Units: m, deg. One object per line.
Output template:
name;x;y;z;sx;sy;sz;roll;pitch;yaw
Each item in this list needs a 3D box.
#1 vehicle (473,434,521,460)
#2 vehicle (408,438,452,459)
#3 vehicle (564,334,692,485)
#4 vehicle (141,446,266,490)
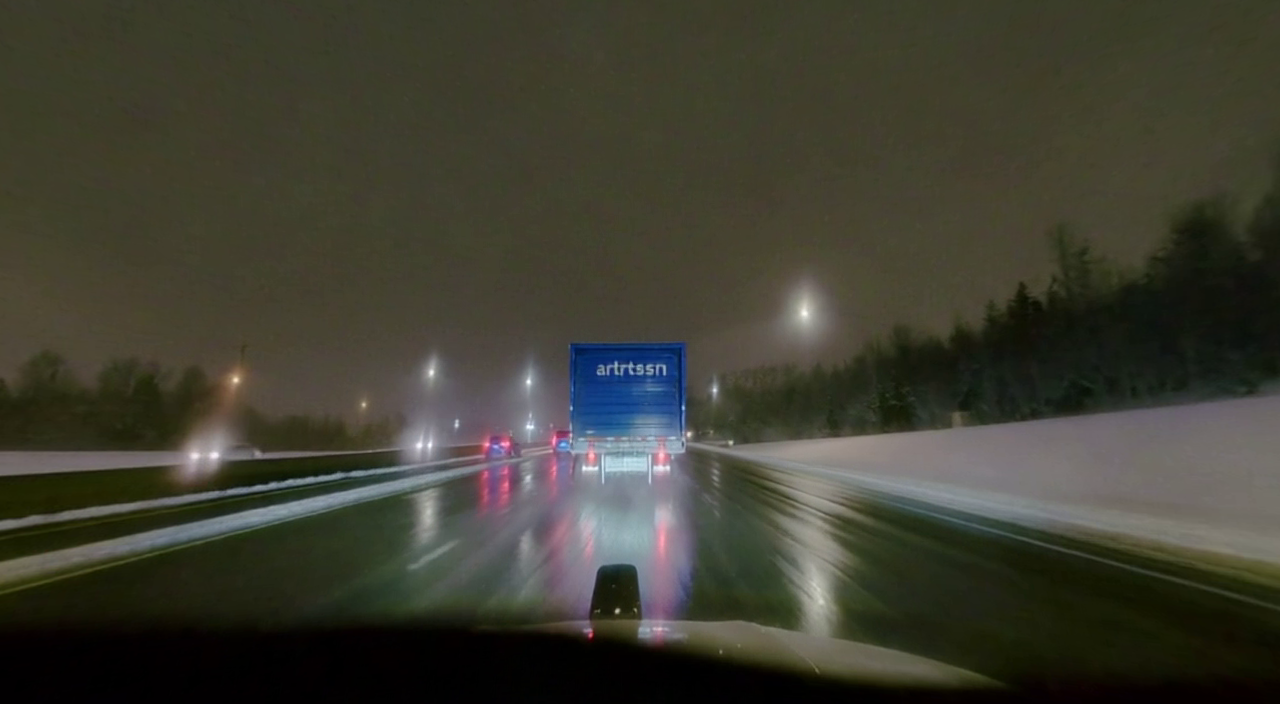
vehicle;-8.517;5.687;37.793;1.940;1.488;3.976;0;-8;0
vehicle;-16.331;7.521;49.026;1.911;1.562;4.014;0;-8;1
vehicle;-0.330;2.257;22.478;3.442;4.106;10.719;0;-8;0
vehicle;-16.429;4.352;23.944;1.884;1.465;3.988;0;-8;0
